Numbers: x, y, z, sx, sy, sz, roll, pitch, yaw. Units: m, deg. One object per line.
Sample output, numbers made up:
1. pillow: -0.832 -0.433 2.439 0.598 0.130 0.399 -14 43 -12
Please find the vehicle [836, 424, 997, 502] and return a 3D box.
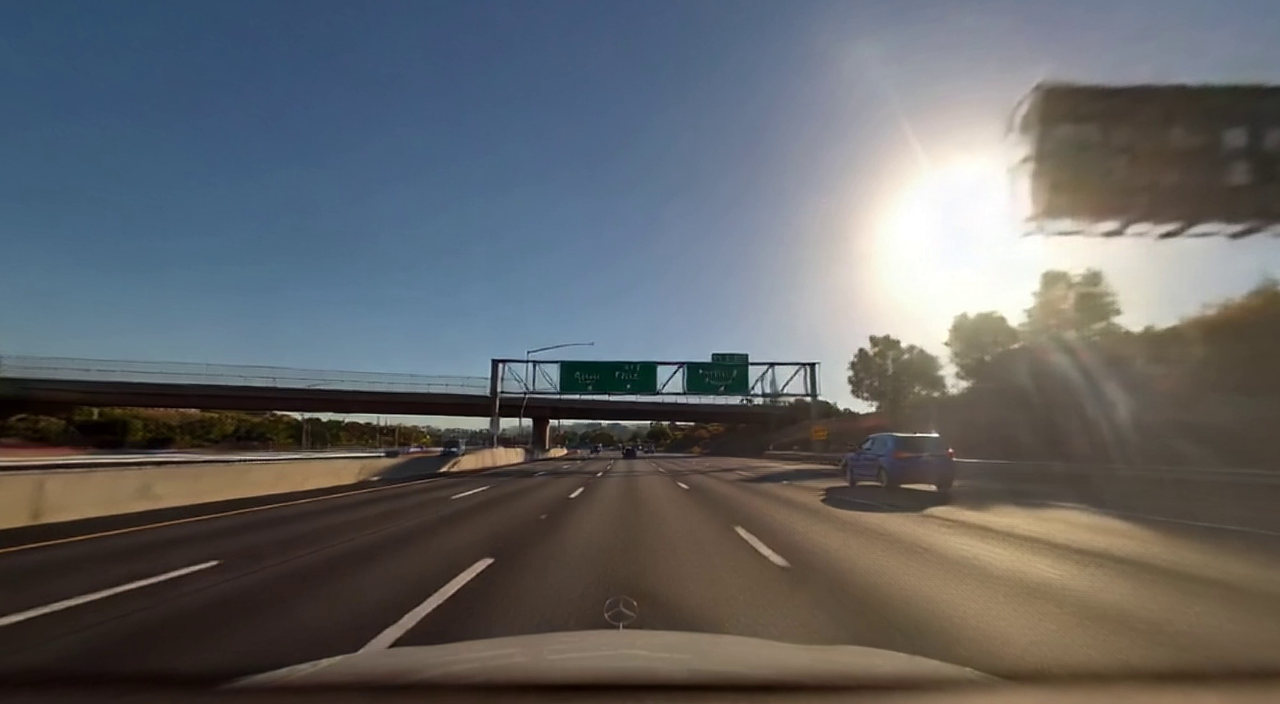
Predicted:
1. vehicle: 6.846 2.801 16.256 2.091 1.711 4.383 0 -9 -1
